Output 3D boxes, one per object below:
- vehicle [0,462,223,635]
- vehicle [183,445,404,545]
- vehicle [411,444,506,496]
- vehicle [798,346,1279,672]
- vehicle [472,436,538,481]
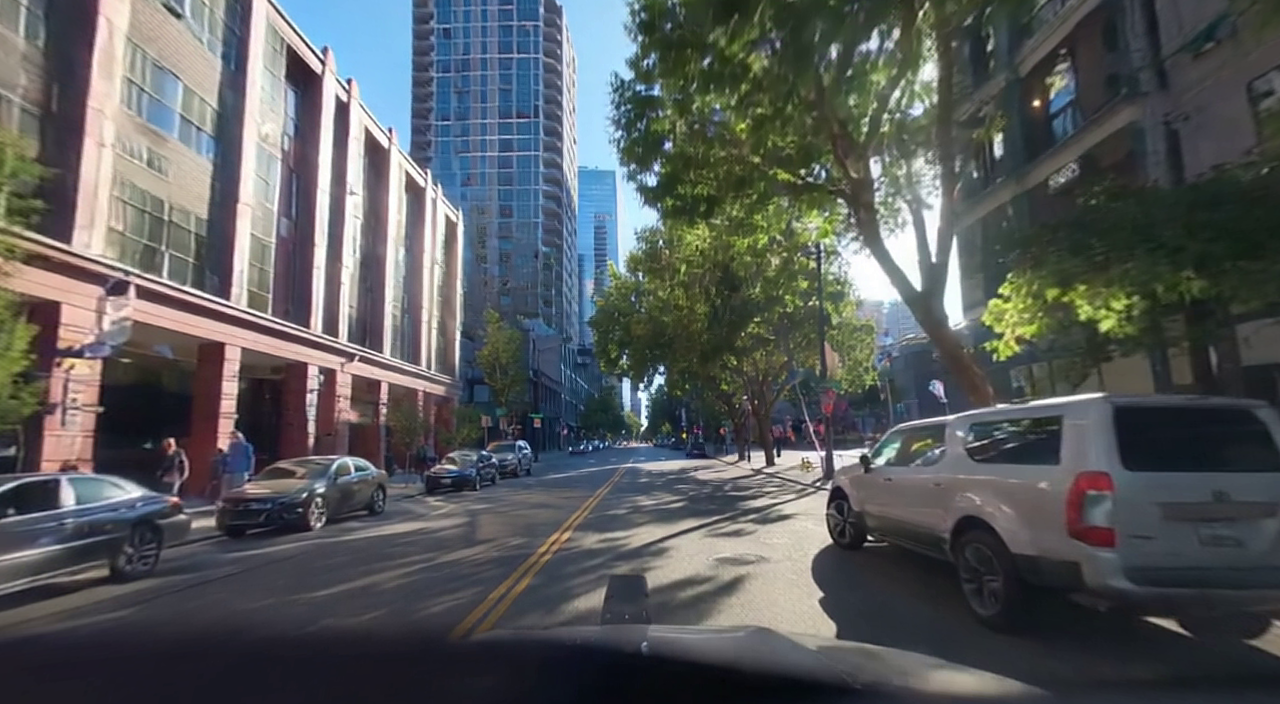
[{"bbox_3d":[-6.891,2.023,6.540,1.889,1.451,5.013,-3,-8,-2],"label":"vehicle"},{"bbox_3d":[-6.695,2.747,12.930,2.110,1.498,4.555,-3,-8,-2],"label":"vehicle"},{"bbox_3d":[-6.596,4.306,23.518,2.270,1.539,4.855,-3,-8,-2],"label":"vehicle"},{"bbox_3d":[3.898,1.361,6.971,2.568,2.001,5.999,0,-8,-2],"label":"vehicle"},{"bbox_3d":[-6.404,5.070,30.490,2.273,1.871,4.920,-3,-8,-2],"label":"vehicle"}]
